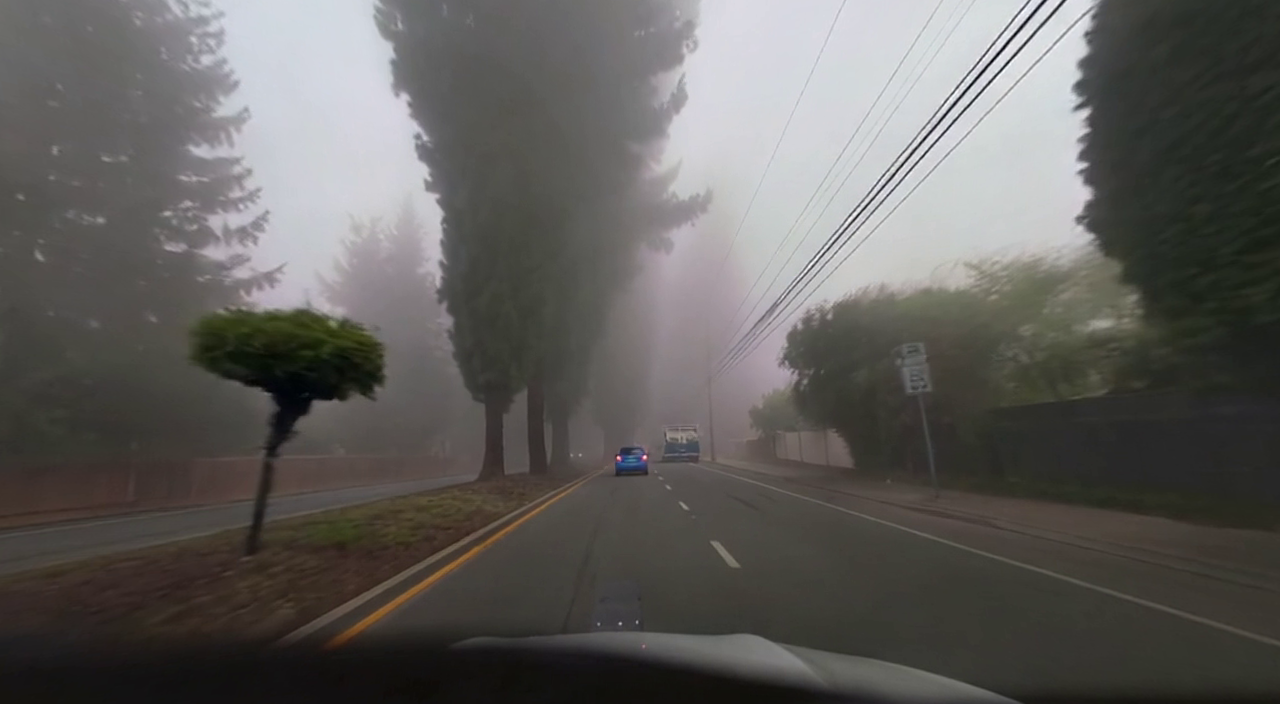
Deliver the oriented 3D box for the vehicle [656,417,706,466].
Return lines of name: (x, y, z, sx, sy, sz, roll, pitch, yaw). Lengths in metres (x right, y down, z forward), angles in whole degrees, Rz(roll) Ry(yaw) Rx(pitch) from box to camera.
vehicle: (2.936, 6.906, 48.755, 2.789, 3.285, 12.428, 0, -8, -1)

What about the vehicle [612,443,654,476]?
vehicle: (-0.347, 5.421, 32.177, 2.018, 1.511, 3.993, 0, -8, 0)
